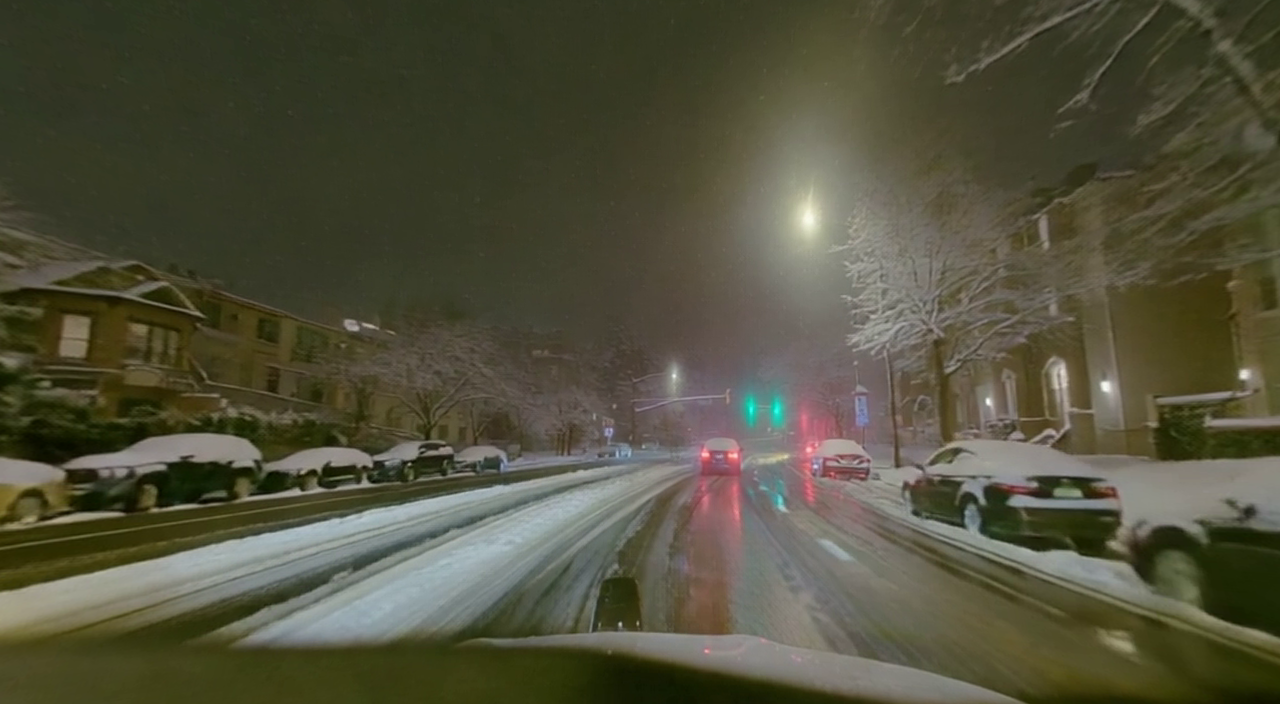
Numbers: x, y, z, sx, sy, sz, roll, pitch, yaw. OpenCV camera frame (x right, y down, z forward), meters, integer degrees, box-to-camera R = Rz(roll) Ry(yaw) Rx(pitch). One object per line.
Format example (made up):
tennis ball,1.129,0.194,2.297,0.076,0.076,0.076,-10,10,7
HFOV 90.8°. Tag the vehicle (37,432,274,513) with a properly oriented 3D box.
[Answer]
vehicle,-12.097,3.018,16.393,1.977,1.761,4.990,-1,-9,4

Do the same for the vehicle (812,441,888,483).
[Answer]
vehicle,8.229,4.323,25.246,2.104,1.489,4.962,-1,-9,9

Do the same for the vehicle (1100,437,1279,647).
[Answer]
vehicle,5.310,1.221,3.766,1.807,1.436,4.535,0,-9,2

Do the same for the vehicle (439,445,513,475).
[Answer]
vehicle,-8.646,5.730,33.825,1.782,1.472,4.744,-2,-9,13

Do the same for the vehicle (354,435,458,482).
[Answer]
vehicle,-10.140,4.671,27.916,2.115,1.853,4.745,-2,-9,10

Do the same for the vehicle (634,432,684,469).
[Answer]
vehicle,1.092,5.322,34.195,1.877,1.827,4.298,-2,-9,13

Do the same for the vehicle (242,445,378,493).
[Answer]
vehicle,-11.325,4.017,22.119,1.809,1.469,4.485,-2,-9,9

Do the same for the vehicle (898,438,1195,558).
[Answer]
vehicle,5.952,2.144,10.127,1.957,1.461,4.547,-1,-9,4

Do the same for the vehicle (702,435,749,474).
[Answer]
vehicle,4.121,4.821,29.893,1.852,1.680,4.488,-2,-9,12
